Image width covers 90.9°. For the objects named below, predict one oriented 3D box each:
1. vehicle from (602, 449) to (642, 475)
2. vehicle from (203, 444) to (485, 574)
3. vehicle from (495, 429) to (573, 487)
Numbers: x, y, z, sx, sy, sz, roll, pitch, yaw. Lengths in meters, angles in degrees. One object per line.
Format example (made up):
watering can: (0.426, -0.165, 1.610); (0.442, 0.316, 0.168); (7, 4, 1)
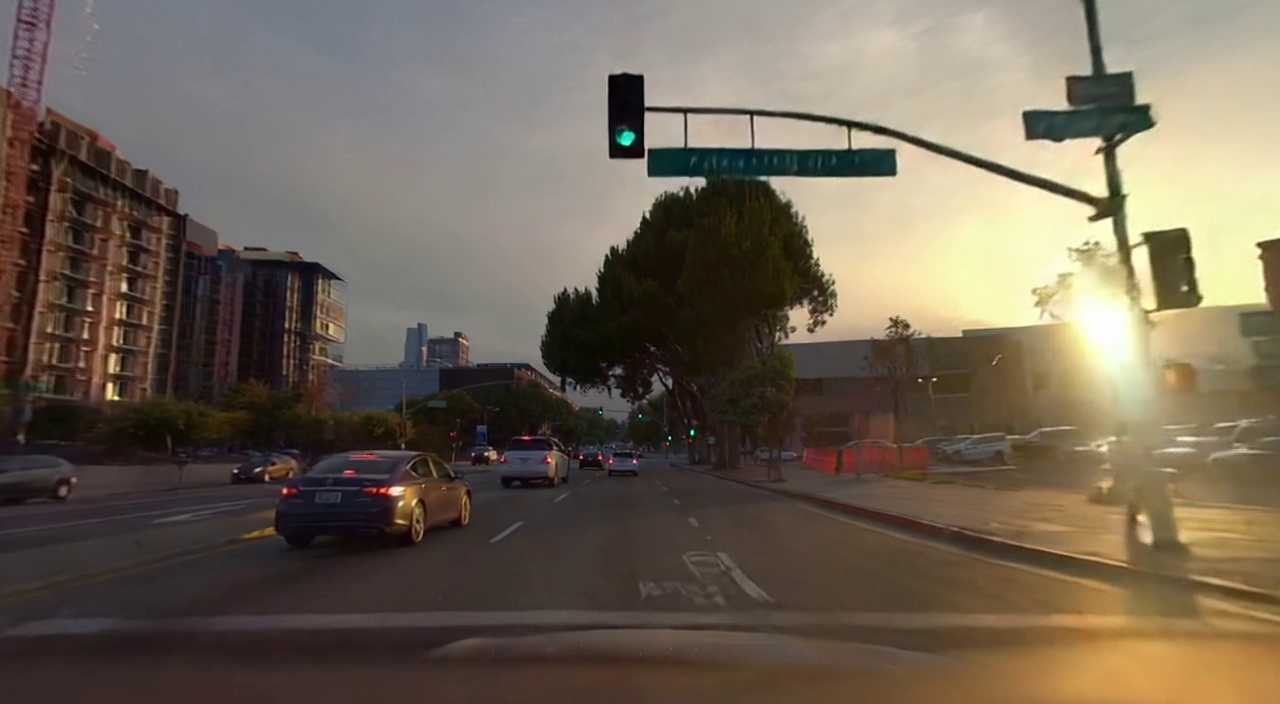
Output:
vehicle: (-0.983, 6.311, 36.412); (2.171, 1.422, 4.146); (0, -9, -1)
vehicle: (-3.806, 2.069, 9.223); (1.959, 1.406, 4.527); (0, -9, -1)
vehicle: (-4.051, 4.151, 24.928); (2.240, 2.054, 4.662); (0, -9, 0)
